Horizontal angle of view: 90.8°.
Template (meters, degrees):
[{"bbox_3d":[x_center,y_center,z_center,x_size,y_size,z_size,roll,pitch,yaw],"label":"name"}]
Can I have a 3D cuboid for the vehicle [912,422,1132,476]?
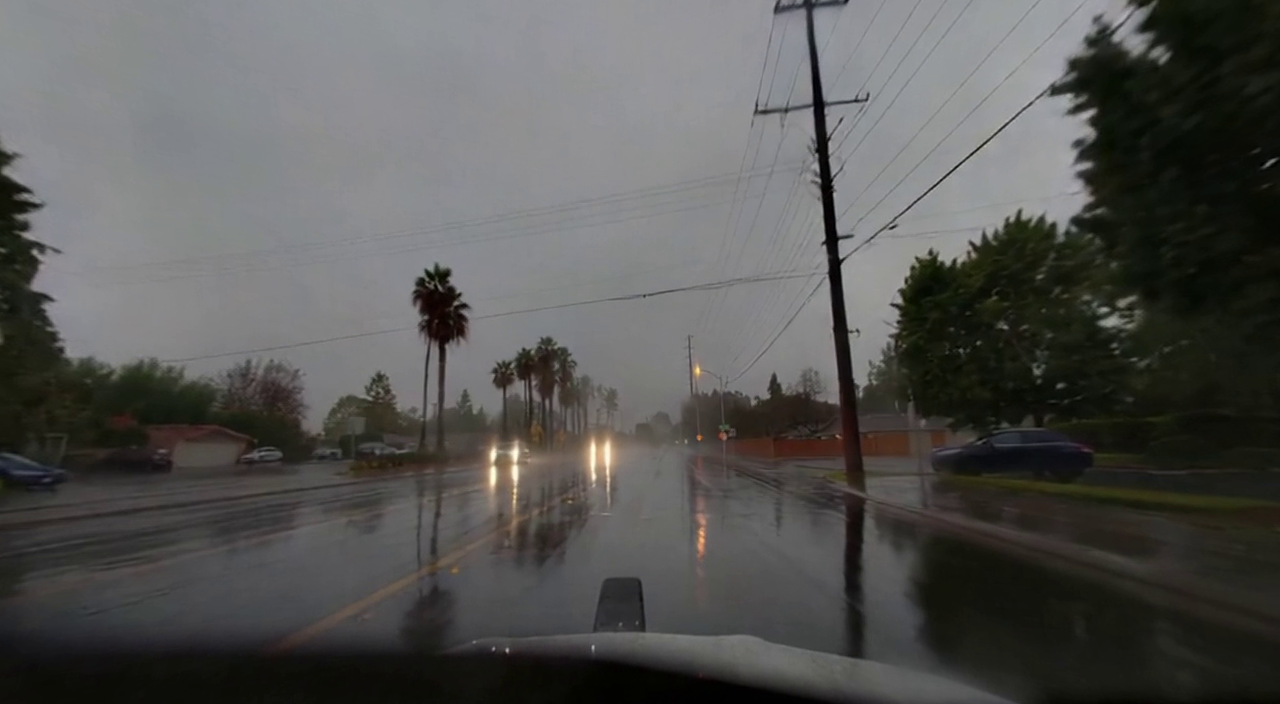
[{"bbox_3d":[12.992,3.375,21.903,5.981,1.680,2.327,-1,-9,4],"label":"vehicle"}]

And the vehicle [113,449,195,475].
[{"bbox_3d":[-37.797,8.516,49.259,4.646,1.880,1.886,3,-8,-22],"label":"vehicle"}]

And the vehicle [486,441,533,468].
[{"bbox_3d":[-8.743,6.884,42.689,1.976,1.706,4.409,-1,-8,4],"label":"vehicle"}]
